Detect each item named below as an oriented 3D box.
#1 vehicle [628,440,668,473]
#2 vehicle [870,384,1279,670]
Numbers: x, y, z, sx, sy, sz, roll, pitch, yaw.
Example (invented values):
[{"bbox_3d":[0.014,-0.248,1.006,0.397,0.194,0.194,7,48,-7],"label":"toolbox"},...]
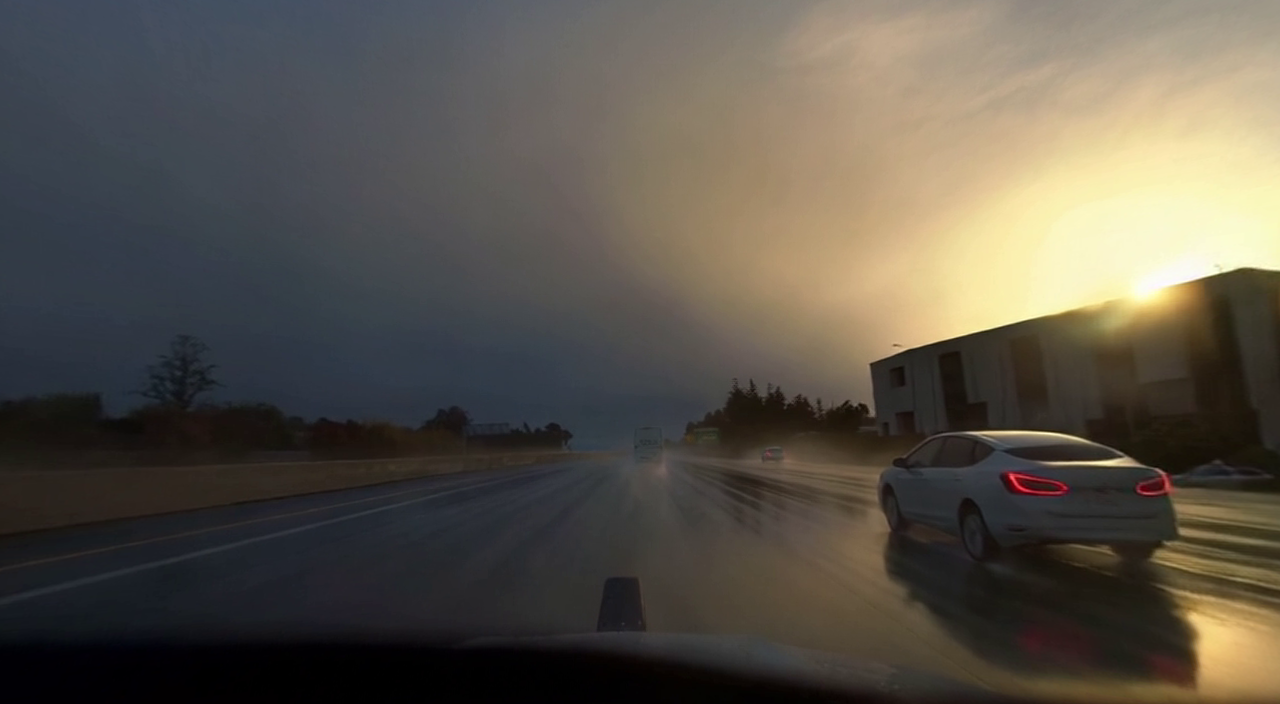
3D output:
[{"bbox_3d":[0.384,5.604,33.768,2.015,1.639,4.086,0,-9,0],"label":"vehicle"},{"bbox_3d":[4.177,1.344,6.147,2.008,1.595,5.082,-1,-8,1],"label":"vehicle"}]
